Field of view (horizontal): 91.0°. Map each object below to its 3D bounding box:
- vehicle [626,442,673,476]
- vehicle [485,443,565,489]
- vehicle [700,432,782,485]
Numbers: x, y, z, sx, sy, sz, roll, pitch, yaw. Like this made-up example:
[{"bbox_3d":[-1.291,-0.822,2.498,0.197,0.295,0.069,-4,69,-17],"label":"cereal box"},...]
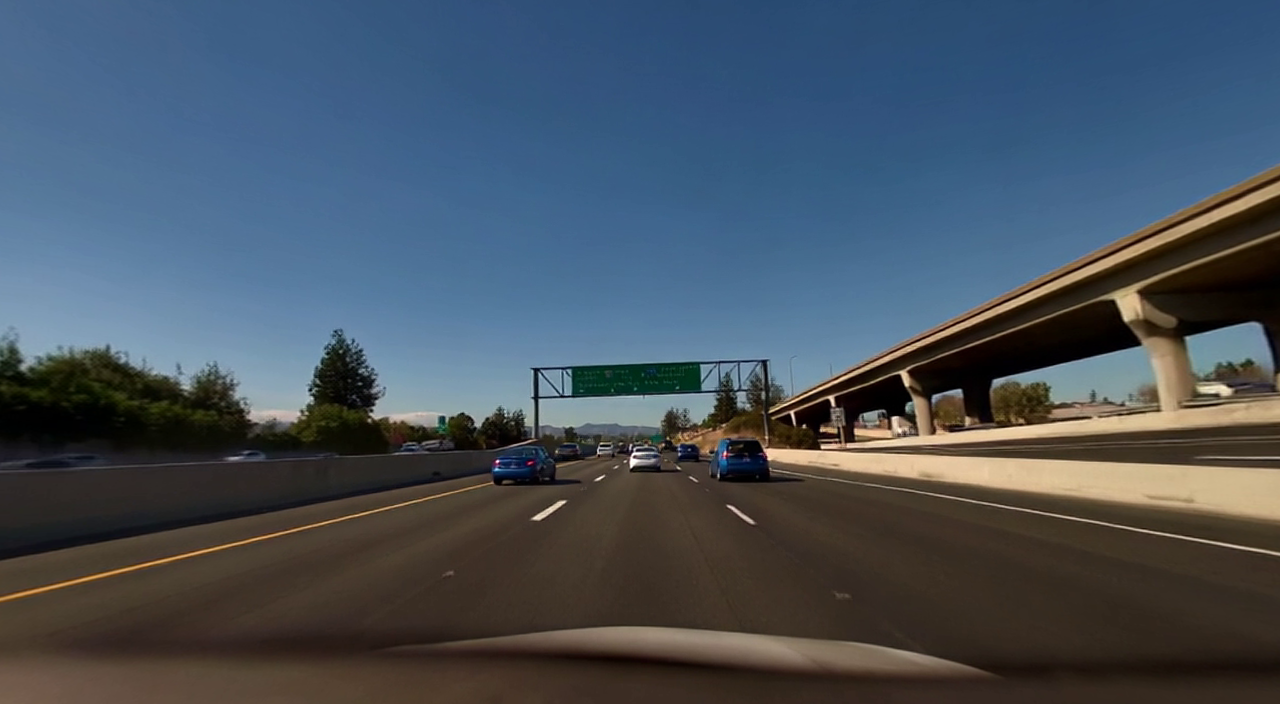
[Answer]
[{"bbox_3d":[0.425,5.072,30.029,2.089,1.493,3.964,0,-8,0],"label":"vehicle"},{"bbox_3d":[-4.000,4.036,22.656,2.031,1.491,4.145,0,-8,1],"label":"vehicle"},{"bbox_3d":[3.533,3.832,22.958,2.202,1.748,4.158,0,-8,-1],"label":"vehicle"}]
